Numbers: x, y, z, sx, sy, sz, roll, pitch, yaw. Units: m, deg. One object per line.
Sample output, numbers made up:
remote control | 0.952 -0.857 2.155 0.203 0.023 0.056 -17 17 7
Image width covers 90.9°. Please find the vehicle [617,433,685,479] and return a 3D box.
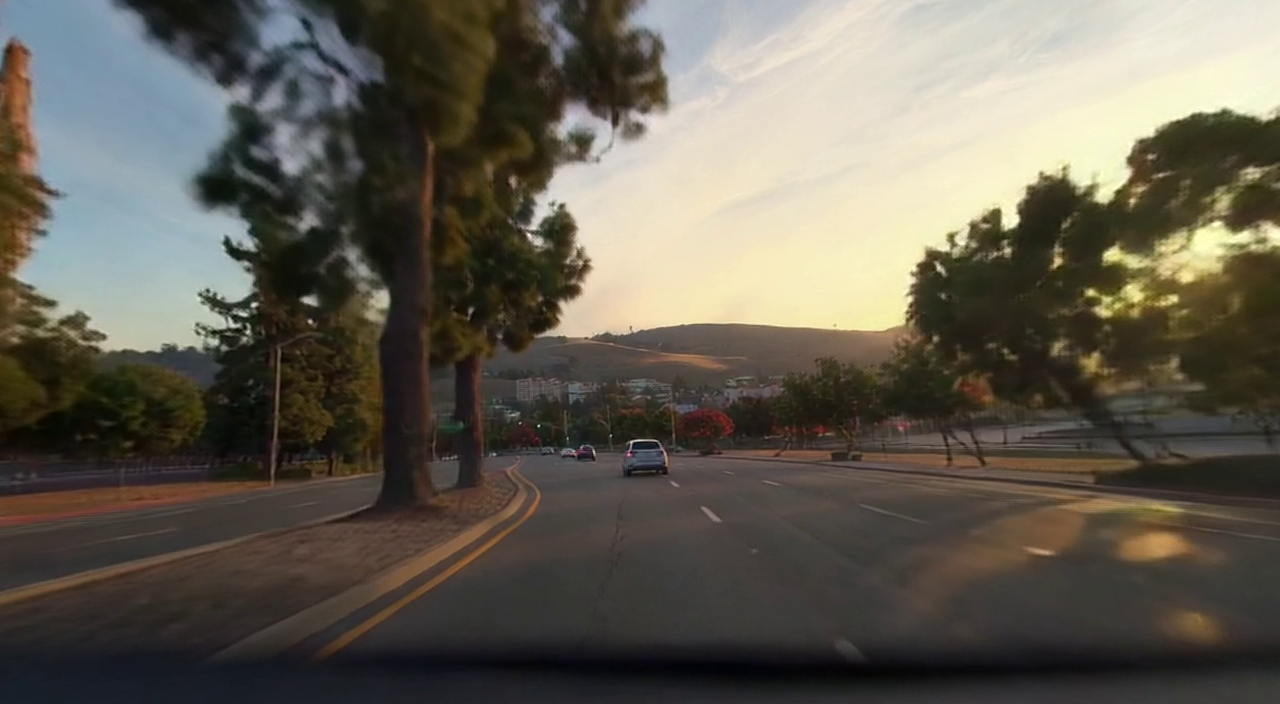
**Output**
vehicle | 0.359 4.376 26.730 2.253 1.756 4.313 1 -8 -7
